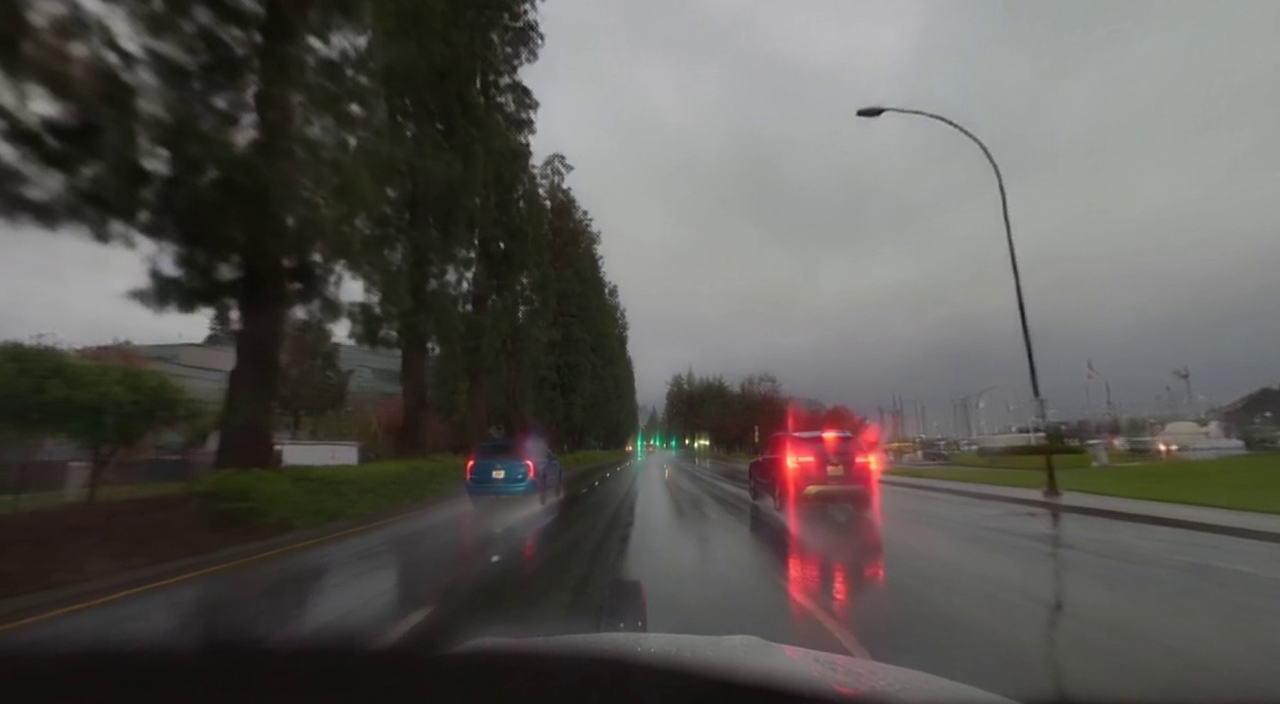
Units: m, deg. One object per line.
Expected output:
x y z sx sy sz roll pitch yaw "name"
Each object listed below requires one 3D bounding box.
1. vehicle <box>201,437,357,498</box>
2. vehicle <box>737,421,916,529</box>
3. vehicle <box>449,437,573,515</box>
-19.478 6.256 34.923 2.891 2.907 9.406 0 -9 1 "vehicle"
3.481 2.422 12.966 2.087 1.759 5.040 0 -9 -1 "vehicle"
-2.961 2.948 15.457 2.025 1.635 4.293 0 -9 2 "vehicle"
